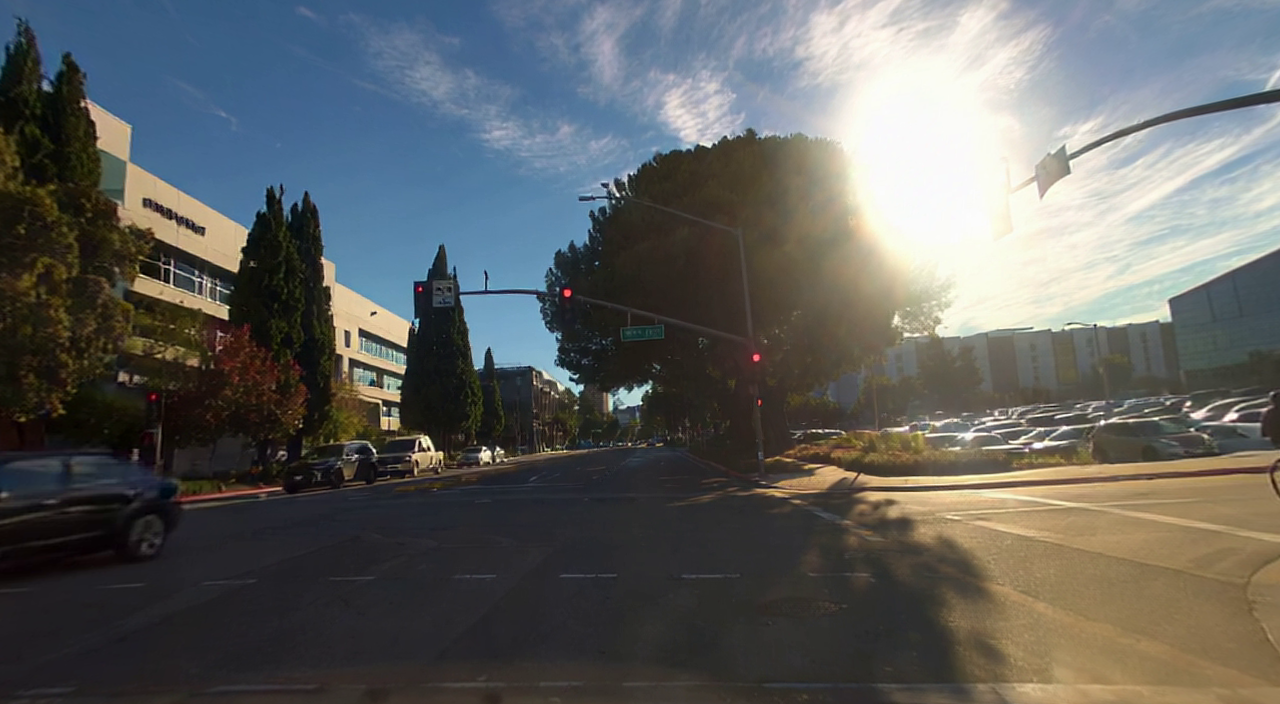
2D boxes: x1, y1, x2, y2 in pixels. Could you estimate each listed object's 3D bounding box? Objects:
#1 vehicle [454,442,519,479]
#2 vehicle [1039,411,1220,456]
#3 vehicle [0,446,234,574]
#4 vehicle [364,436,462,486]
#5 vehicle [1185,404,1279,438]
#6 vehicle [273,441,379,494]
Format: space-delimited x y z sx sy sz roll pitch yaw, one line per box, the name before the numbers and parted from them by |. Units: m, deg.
vehicle | -7.024 4.994 29.317 2.024 1.470 4.153 -3 -9 -1
vehicle | 16.910 2.907 22.122 4.560 1.453 1.851 -3 -9 18
vehicle | -7.875 1.879 7.764 1.855 1.419 4.385 -6 -11 36
vehicle | -10.213 4.955 29.049 2.475 1.940 5.702 -3 -9 -1
vehicle | 34.860 4.029 36.689 4.326 1.511 1.725 -8 -9 16
vehicle | -13.768 5.062 28.137 2.251 1.957 4.968 -4 -9 -1
